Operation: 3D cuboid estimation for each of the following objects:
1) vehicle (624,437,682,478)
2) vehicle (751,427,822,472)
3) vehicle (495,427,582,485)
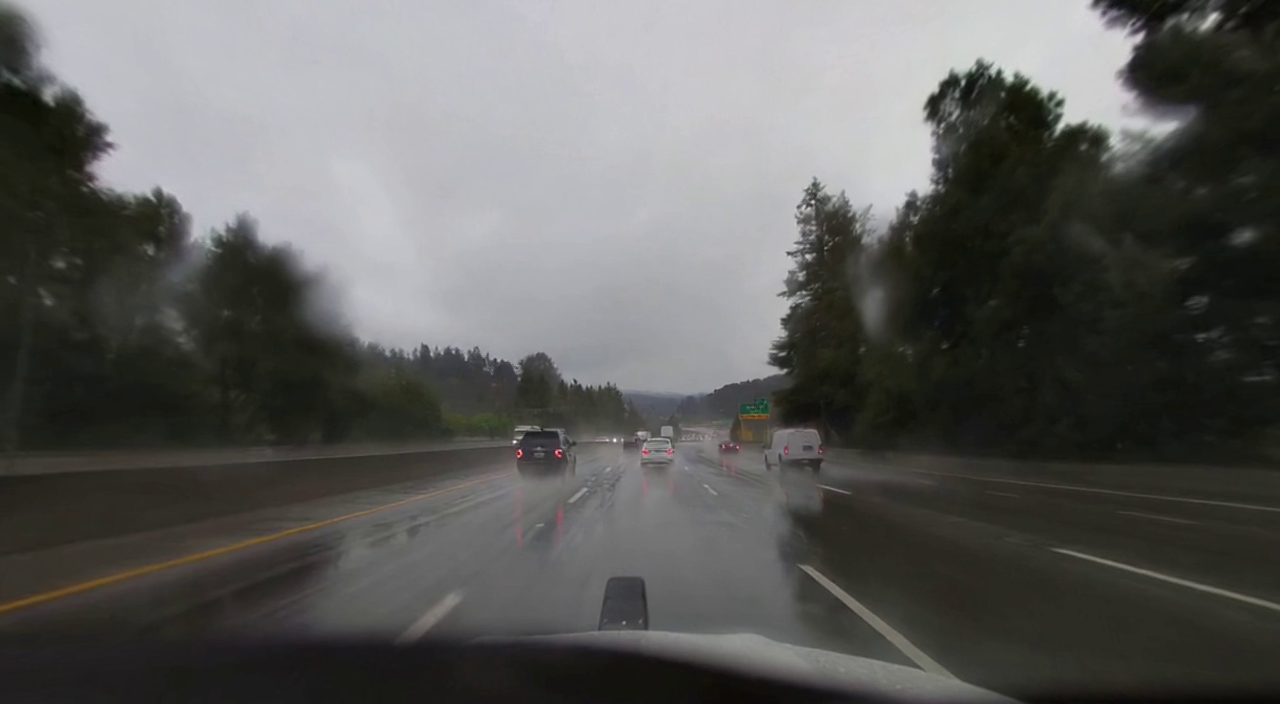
[{"bbox_3d":[0.490,4.105,24.776,2.071,1.464,4.162,0,-9,0],"label":"vehicle"},{"bbox_3d":[6.826,4.632,30.011,2.094,1.916,5.099,0,-9,0],"label":"vehicle"},{"bbox_3d":[-3.259,3.485,21.296,2.140,1.720,4.410,0,-9,1],"label":"vehicle"}]
